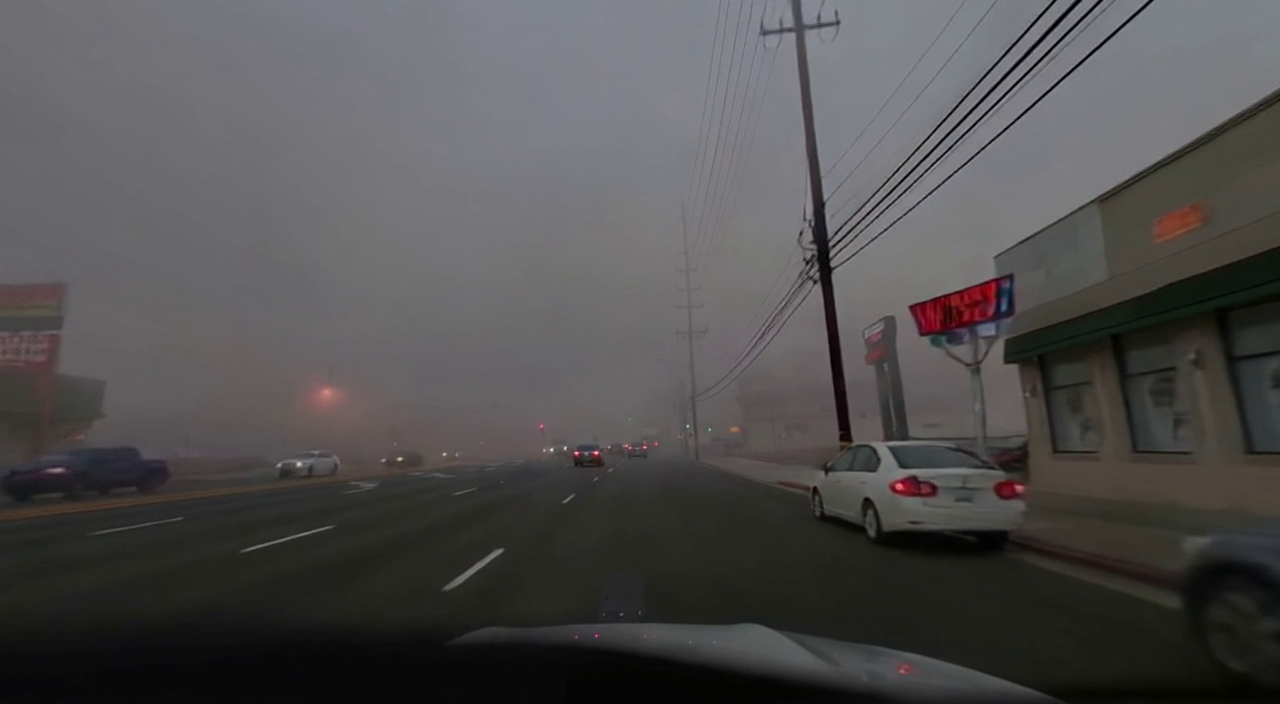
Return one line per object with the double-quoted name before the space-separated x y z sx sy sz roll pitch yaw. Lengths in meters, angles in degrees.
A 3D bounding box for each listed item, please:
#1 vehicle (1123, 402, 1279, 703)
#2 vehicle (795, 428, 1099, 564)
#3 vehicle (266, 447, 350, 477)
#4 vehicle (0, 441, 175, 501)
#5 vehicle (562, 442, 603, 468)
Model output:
"vehicle" 3.895 0.748 1.334 1.922 1.507 4.824 0 -9 0
"vehicle" 3.971 1.946 9.347 2.085 1.479 4.633 0 -9 -1
"vehicle" -18.427 6.104 35.347 2.151 1.495 4.703 0 -9 0
"vehicle" -17.692 3.706 20.124 2.102 1.679 4.690 0 -9 0
"vehicle" -3.522 6.437 39.681 2.179 1.490 4.742 0 -9 0
